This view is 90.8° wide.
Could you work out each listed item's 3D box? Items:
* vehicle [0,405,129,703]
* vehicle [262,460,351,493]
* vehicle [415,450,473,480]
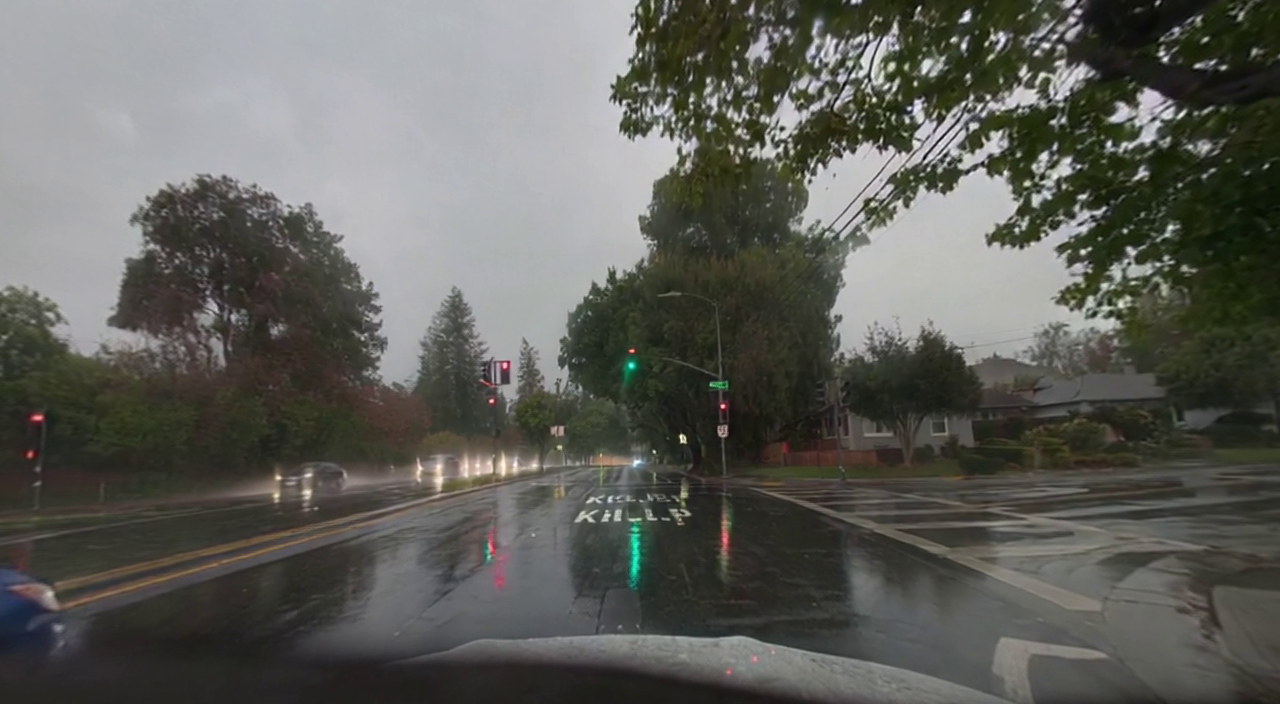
[{"bbox_3d":[-3.669,0.733,0.969,1.980,1.508,4.502,0,-9,0],"label":"vehicle"},{"bbox_3d":[-17.283,6.467,33.047,2.108,1.480,4.707,0,-9,-1],"label":"vehicle"},{"bbox_3d":[-13.557,7.814,44.174,2.301,1.921,5.793,0,-9,-1],"label":"vehicle"}]
